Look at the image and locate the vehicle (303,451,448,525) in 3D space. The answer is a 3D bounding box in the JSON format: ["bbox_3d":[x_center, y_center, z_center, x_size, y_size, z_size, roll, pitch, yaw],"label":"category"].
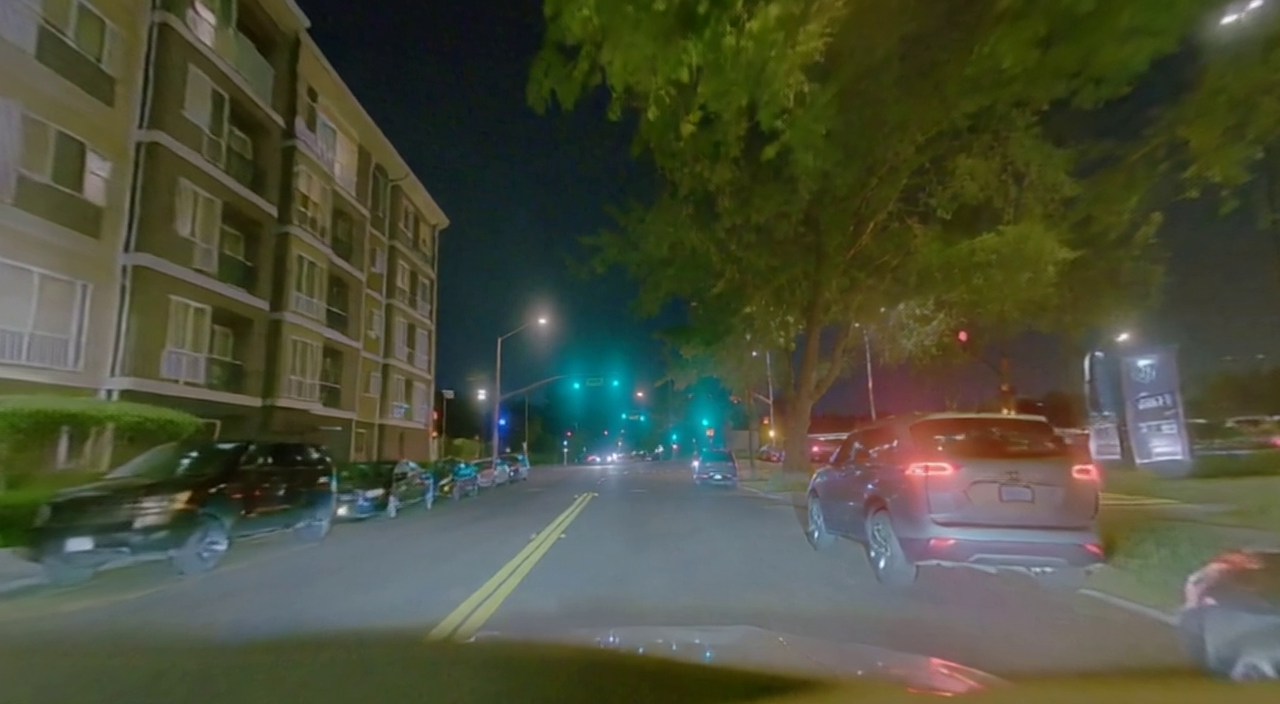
[{"bbox_3d":[-6.173,3.174,15.364,1.789,1.462,4.313,0,-8,-2],"label":"vehicle"}]

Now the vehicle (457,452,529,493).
[{"bbox_3d":[-5.975,4.935,26.237,1.934,1.484,4.630,0,-8,0],"label":"vehicle"}]

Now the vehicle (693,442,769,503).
[{"bbox_3d":[3.122,4.219,22.727,2.034,1.689,4.978,0,-5,0],"label":"vehicle"}]

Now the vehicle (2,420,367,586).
[{"bbox_3d":[-6.085,2.027,9.413,1.993,1.817,4.619,0,-8,-1],"label":"vehicle"}]

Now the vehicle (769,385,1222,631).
[{"bbox_3d":[3.106,1.494,7.012,2.408,1.815,4.462,0,-9,0],"label":"vehicle"}]

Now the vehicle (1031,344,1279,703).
[{"bbox_3d":[3.212,0.663,1.053,2.153,1.685,4.586,0,-8,0],"label":"vehicle"}]
